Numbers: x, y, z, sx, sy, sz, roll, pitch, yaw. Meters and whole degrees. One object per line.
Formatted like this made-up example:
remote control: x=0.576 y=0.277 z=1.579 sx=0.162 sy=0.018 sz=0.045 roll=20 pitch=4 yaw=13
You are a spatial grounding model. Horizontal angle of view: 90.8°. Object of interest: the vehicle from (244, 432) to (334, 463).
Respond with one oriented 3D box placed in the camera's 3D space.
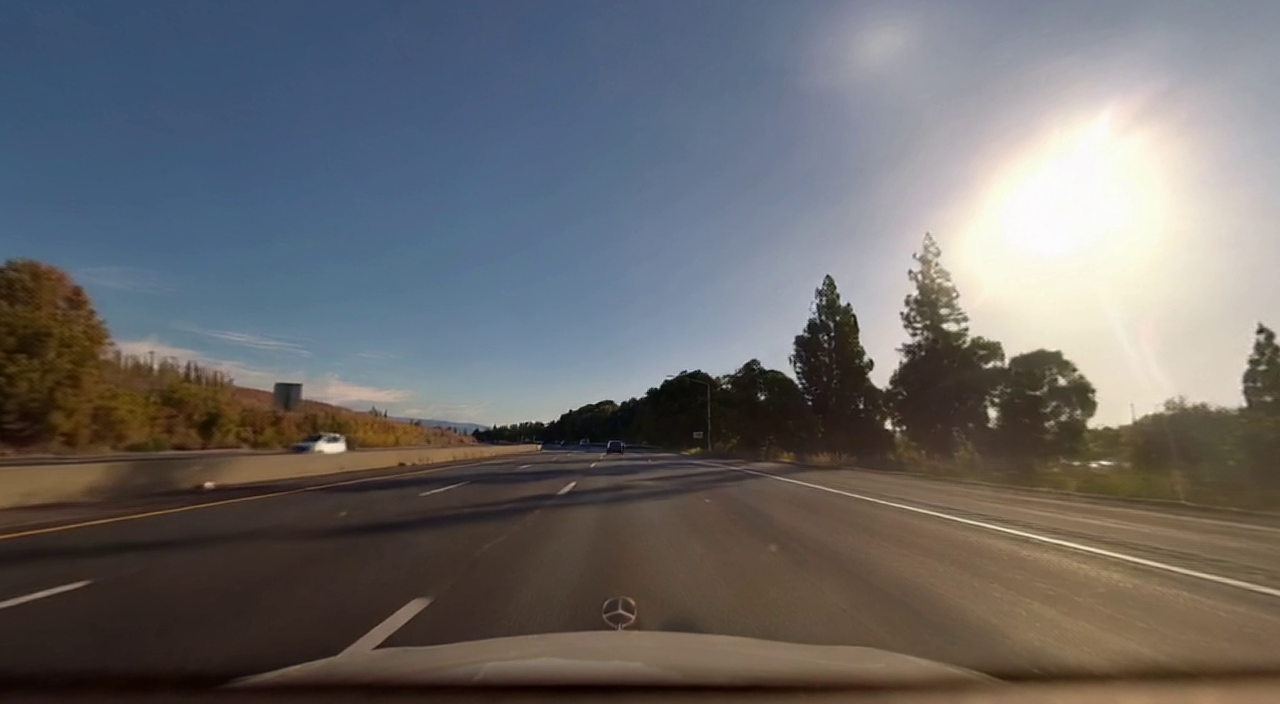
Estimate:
vehicle: x=-18.833 y=5.152 z=34.252 sx=1.945 sy=1.542 sz=5.162 roll=0 pitch=-8 yaw=0
